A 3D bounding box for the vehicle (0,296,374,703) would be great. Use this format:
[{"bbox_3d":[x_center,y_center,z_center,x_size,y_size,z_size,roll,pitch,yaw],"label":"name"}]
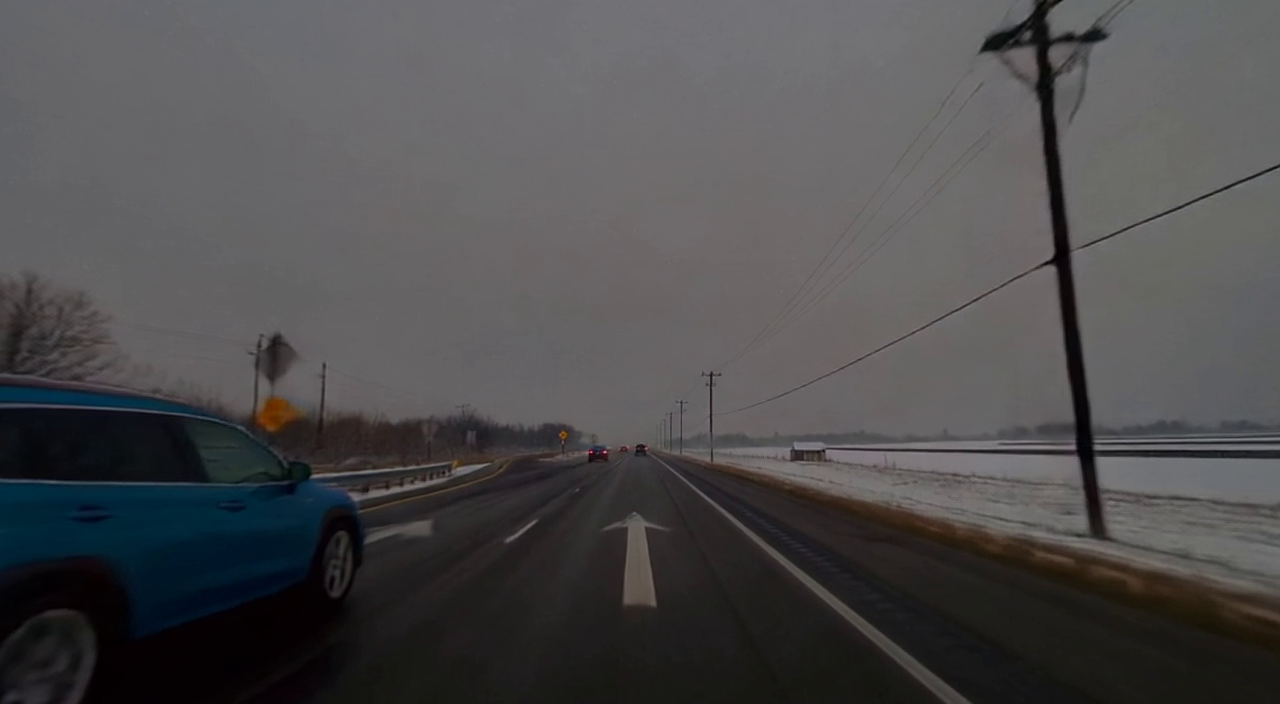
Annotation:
[{"bbox_3d":[-3.551,0.896,3.458,2.173,1.863,4.786,0,-9,-2],"label":"vehicle"}]
